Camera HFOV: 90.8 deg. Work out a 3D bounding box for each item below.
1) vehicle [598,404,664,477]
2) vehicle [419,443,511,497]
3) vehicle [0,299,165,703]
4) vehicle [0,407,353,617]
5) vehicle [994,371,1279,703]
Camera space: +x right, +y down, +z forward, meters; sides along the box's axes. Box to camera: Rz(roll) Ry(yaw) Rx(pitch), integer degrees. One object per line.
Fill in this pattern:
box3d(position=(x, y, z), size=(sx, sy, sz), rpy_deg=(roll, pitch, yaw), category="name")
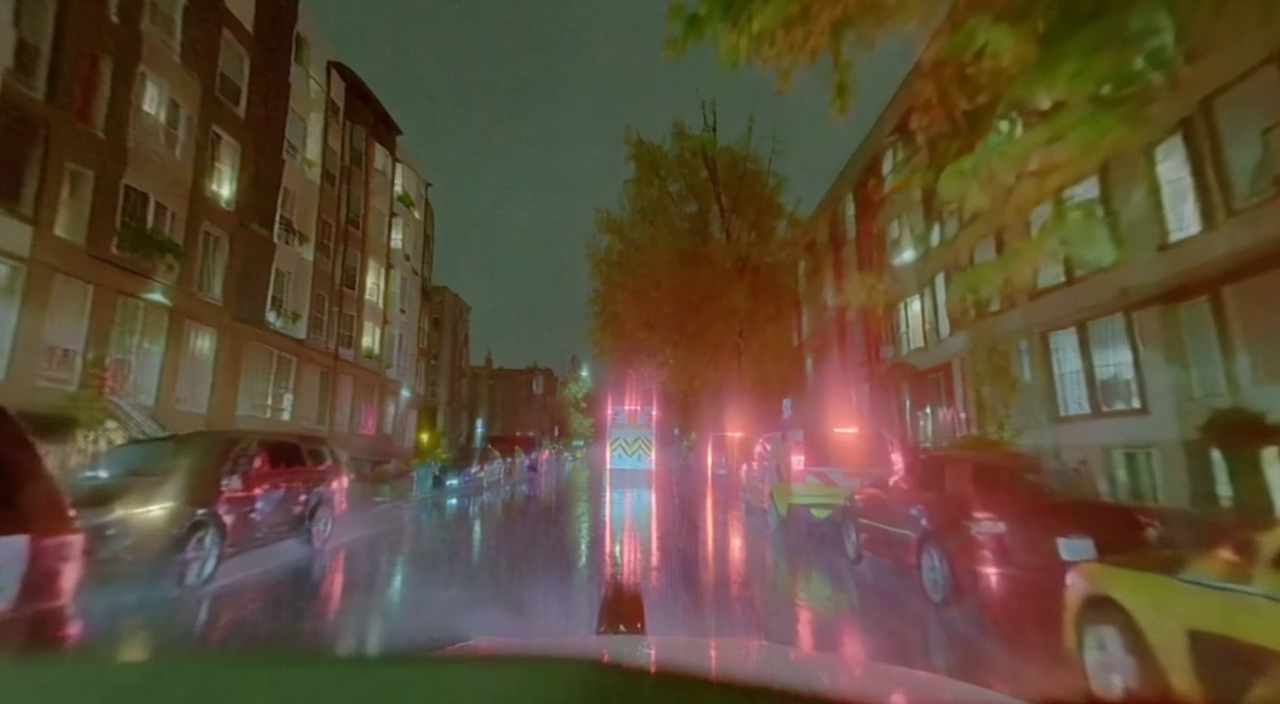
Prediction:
box3d(position=(-0.398, 4.267, 30.300), size=(2.754, 3.008, 7.730), rpy_deg=(0, -8, -1), category="vehicle")
box3d(position=(-5.870, 3.966, 21.788), size=(1.967, 1.492, 4.781), rpy_deg=(-4, -8, -3), category="vehicle")
box3d(position=(-3.018, 0.519, 0.466), size=(2.029, 1.802, 4.229), rpy_deg=(0, -8, -1), category="vehicle")
box3d(position=(-5.398, 1.715, 7.696), size=(1.923, 1.755, 4.316), rpy_deg=(-2, -8, -2), category="vehicle")
box3d(position=(3.209, 0.807, 1.592), size=(2.035, 1.549, 4.373), rpy_deg=(3, -8, -2), category="vehicle")
